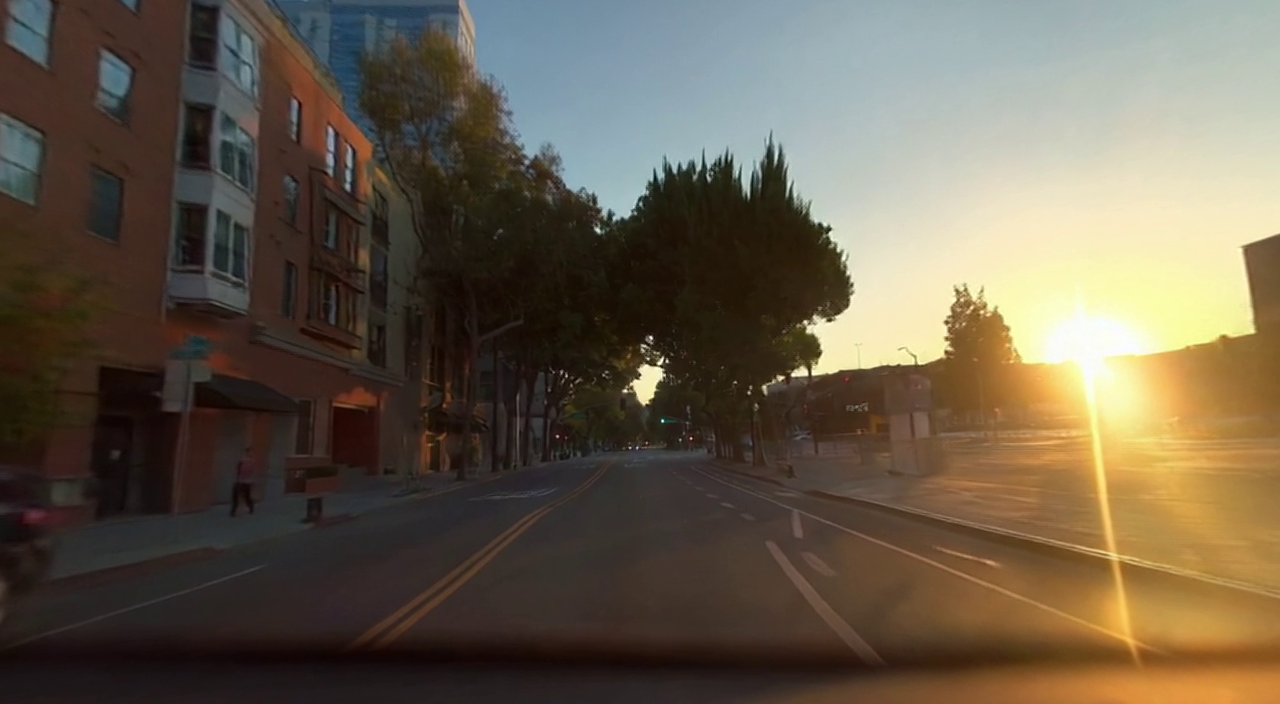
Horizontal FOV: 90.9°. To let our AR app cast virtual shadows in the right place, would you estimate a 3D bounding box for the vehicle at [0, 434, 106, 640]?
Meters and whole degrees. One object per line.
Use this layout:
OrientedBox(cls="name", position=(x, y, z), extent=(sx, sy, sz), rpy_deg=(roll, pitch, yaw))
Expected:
OrientedBox(cls="vehicle", position=(-6.423, 1.327, 3.775), extent=(2.147, 1.701, 4.879), rpy_deg=(0, -8, 0))
